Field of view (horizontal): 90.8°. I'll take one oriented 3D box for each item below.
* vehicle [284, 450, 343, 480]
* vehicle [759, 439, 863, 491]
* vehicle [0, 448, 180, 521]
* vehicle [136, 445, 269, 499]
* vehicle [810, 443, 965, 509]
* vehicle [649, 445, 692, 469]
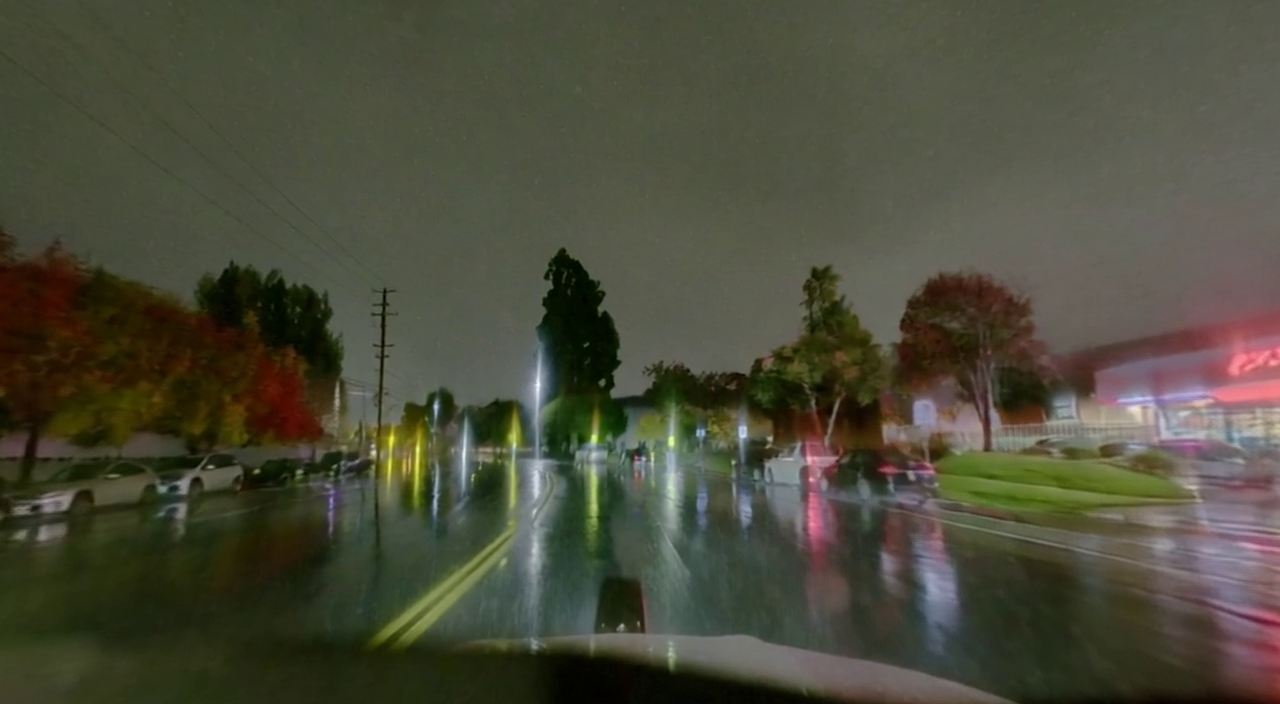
[{"bbox_3d":[-18.503,6.404,35.994,1.906,1.542,4.210,1,-9,-13],"label":"vehicle"},{"bbox_3d":[5.923,3.957,22.490,2.065,1.632,4.206,0,-9,-7],"label":"vehicle"},{"bbox_3d":[-15.416,3.584,17.738,1.927,1.748,4.474,0,-9,-6],"label":"vehicle"},{"bbox_3d":[-16.304,4.446,23.928,1.876,1.772,5.125,0,-9,-7],"label":"vehicle"},{"bbox_3d":[6.568,3.310,17.480,1.872,1.515,4.799,0,-9,-7],"label":"vehicle"},{"bbox_3d":[2.086,7.411,44.794,2.012,1.517,4.287,1,-9,-12],"label":"vehicle"}]
